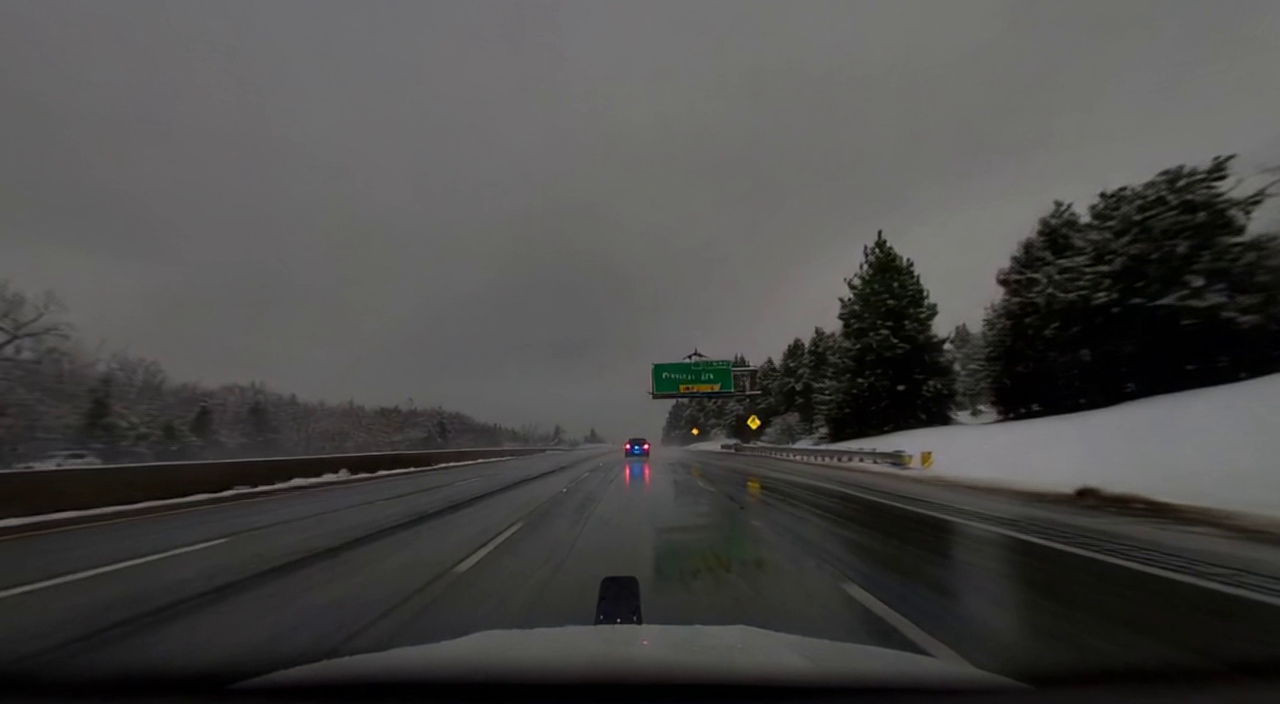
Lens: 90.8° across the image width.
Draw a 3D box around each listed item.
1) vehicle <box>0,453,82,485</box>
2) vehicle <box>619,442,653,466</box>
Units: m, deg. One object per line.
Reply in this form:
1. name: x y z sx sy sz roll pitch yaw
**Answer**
1. vehicle: -32.437 6.130 33.334 1.771 1.470 4.664 0 -8 -1
2. vehicle: -0.265 6.615 41.031 2.080 1.468 3.884 0 -8 -1
